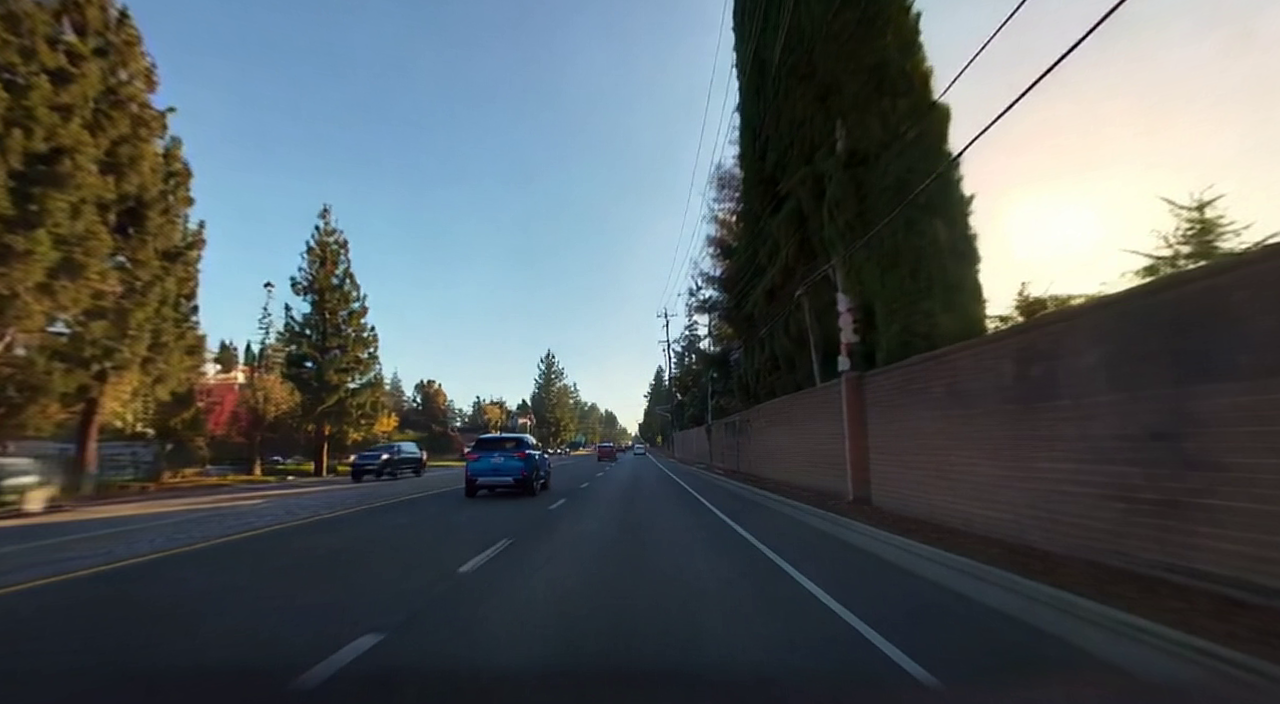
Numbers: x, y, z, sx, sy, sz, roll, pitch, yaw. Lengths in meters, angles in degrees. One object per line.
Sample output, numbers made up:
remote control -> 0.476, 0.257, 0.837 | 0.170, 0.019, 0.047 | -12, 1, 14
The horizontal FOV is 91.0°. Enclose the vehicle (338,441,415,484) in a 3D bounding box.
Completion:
vehicle -> -12.406, 5.196, 29.962 | 1.930, 1.868, 4.063 | 0, -8, -1

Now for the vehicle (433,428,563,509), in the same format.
vehicle -> -3.345, 2.838, 15.878 | 2.147, 1.730, 4.555 | 0, -8, 1
